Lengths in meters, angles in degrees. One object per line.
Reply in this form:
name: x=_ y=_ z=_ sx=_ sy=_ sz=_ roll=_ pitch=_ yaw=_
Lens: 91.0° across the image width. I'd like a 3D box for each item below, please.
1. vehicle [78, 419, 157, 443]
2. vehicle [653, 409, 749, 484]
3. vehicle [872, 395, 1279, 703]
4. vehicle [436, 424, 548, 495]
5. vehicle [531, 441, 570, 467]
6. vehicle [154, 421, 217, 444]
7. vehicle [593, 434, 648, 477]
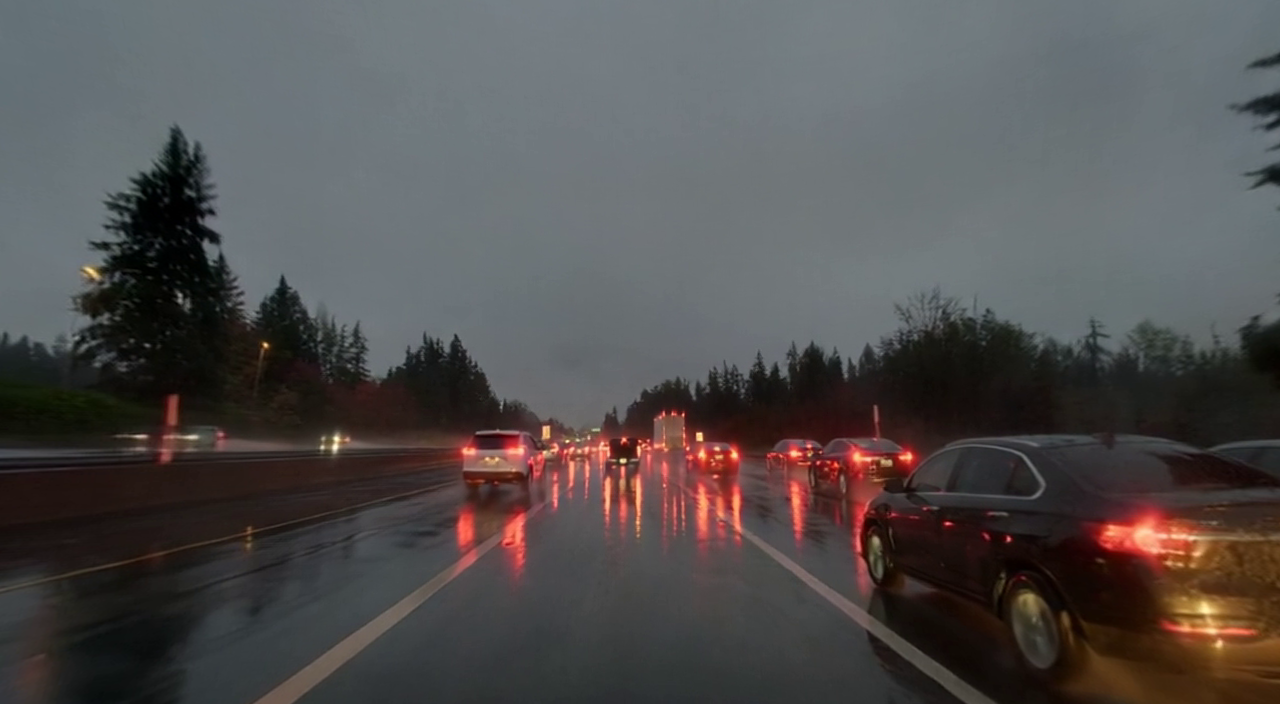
vehicle: x=-36.864 y=5.622 z=44.576 sx=1.834 sy=1.555 sz=4.465 roll=0 pitch=-9 yaw=-2
vehicle: x=2.830 y=5.067 z=34.043 sx=3.426 sy=3.279 sz=12.313 roll=1 pitch=-8 yaw=-2
vehicle: x=3.100 y=1.103 z=3.381 sx=2.031 sy=1.504 sz=4.327 roll=0 pitch=-9 yaw=0
vehicle: x=-4.115 y=3.093 z=18.473 sx=2.176 sy=1.783 sz=4.799 roll=0 pitch=-9 yaw=-1
vehicle: x=-5.411 y=6.227 z=38.486 sx=1.907 sy=1.484 sz=3.954 roll=0 pitch=-9 yaw=-1
vehicle: x=-32.740 y=5.864 z=45.485 sx=1.740 sy=1.488 sz=3.985 roll=1 pitch=-9 yaw=-3
vehicle: x=-0.826 y=4.482 z=27.472 sx=2.235 sy=1.682 sz=4.094 roll=0 pitch=-9 yaw=-1
